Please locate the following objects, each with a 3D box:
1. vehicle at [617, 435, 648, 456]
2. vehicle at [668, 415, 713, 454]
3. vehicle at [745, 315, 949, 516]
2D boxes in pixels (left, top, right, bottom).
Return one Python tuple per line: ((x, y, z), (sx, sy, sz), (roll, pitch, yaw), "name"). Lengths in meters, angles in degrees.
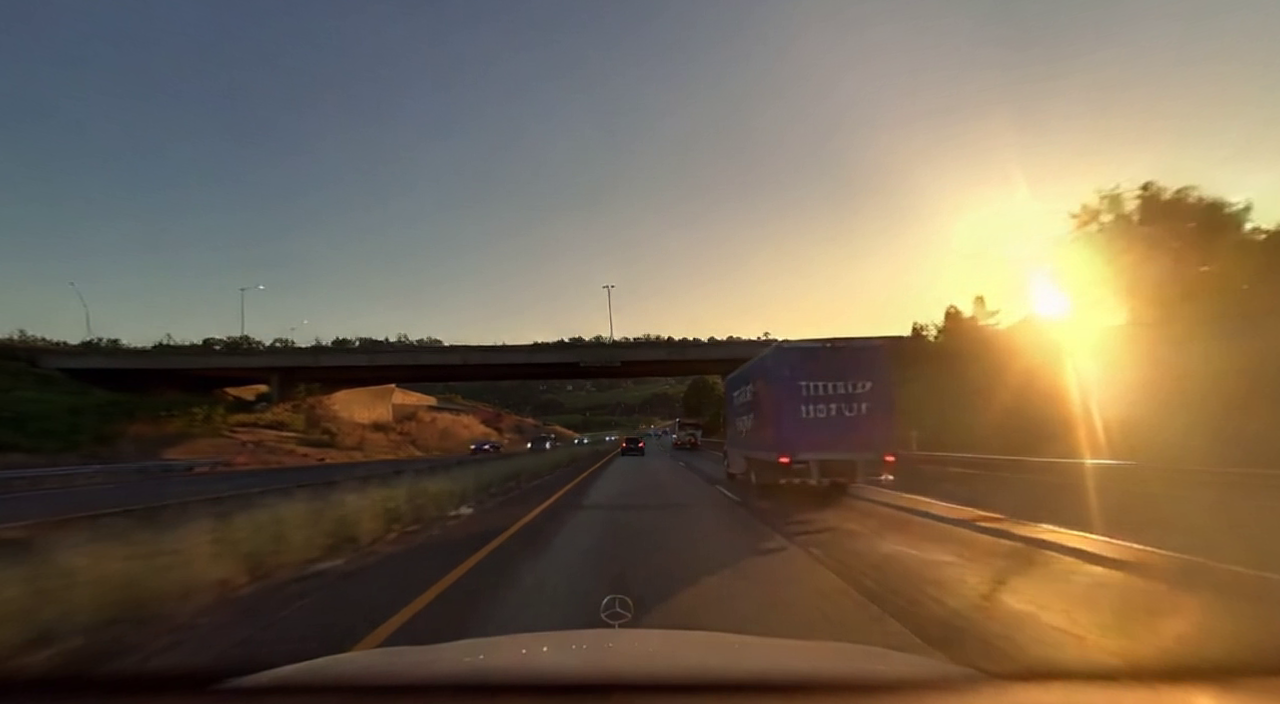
((-0.487, 6.355, 43.060), (1.996, 1.325, 4.029), (0, -7, 0), "vehicle")
((3.717, 6.262, 47.865), (2.715, 2.746, 6.550), (0, -7, -1), "vehicle")
((3.834, 1.260, 12.440), (2.913, 3.491, 2.811), (0, -7, -1), "vehicle")
